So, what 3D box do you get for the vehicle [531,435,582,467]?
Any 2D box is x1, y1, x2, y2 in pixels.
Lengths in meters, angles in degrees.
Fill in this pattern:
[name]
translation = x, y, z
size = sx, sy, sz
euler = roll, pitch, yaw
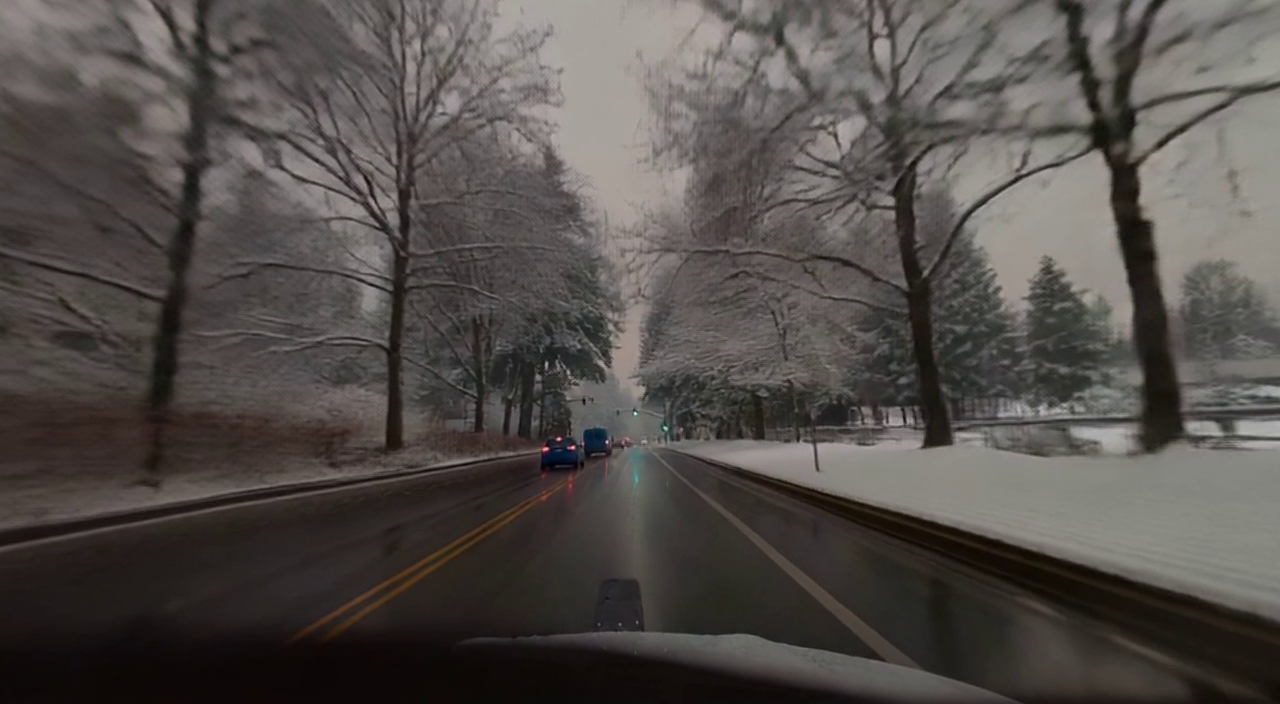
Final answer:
[vehicle]
translation = -3.961, 4.772, 30.591
size = 2.009, 1.473, 4.028
euler = 0, -8, -1
